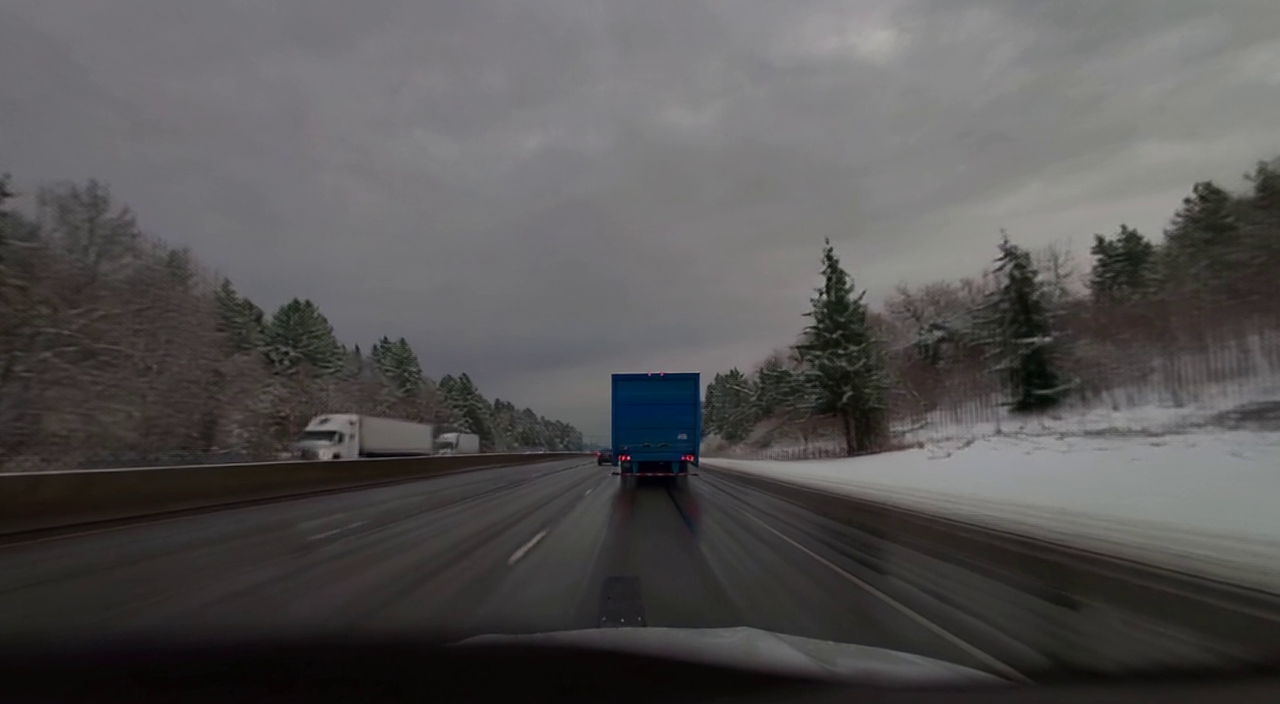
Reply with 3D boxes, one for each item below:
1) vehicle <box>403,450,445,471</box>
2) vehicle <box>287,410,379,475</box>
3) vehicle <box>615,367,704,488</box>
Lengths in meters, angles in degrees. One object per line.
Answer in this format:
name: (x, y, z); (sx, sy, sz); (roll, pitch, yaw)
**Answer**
vehicle: (-15.872, 7.974, 46.536); (1.774, 1.419, 3.615); (0, -9, 1)
vehicle: (-20.009, 5.991, 41.555); (2.939, 3.903, 5.958); (0, -9, 0)
vehicle: (0.603, 3.224, 25.832); (2.898, 3.973, 10.063); (0, -9, 0)
